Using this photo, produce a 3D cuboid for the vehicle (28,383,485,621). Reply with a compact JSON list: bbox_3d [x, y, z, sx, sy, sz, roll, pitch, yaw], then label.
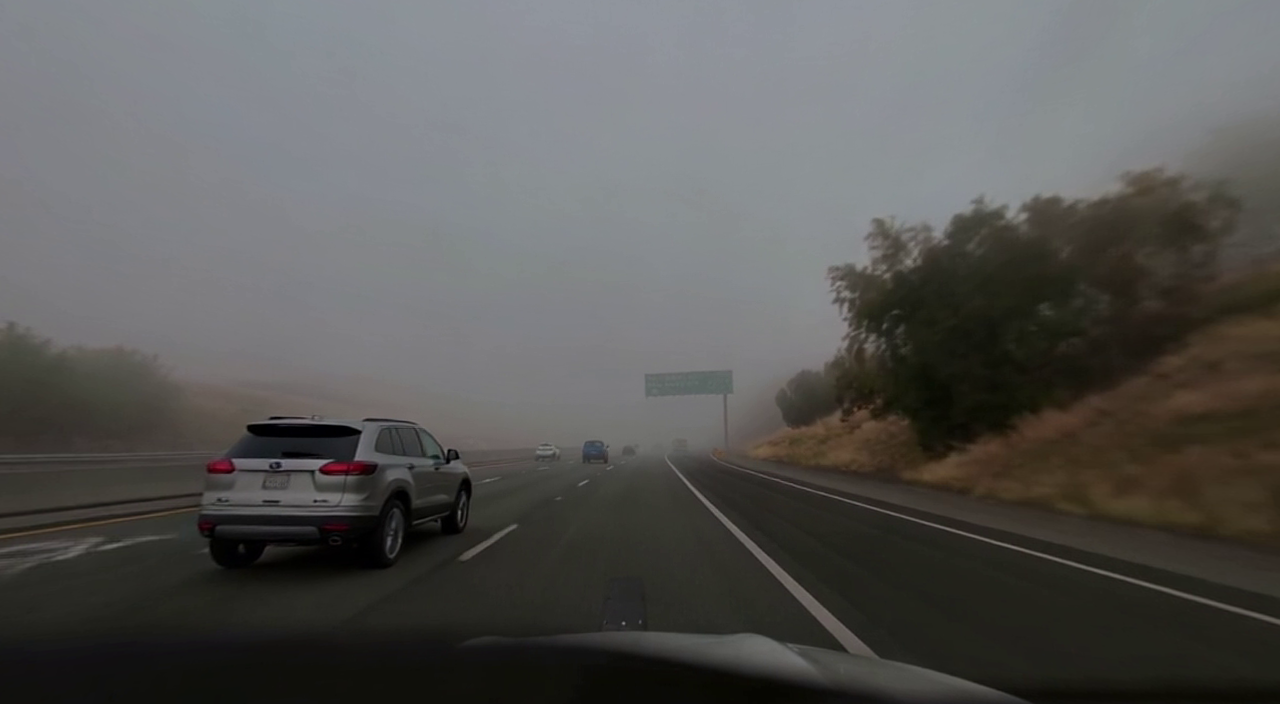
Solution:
[{"bbox_3d":[-3.616,1.537,7.415,2.218,1.848,4.789,0,-9,2],"label":"vehicle"}]
